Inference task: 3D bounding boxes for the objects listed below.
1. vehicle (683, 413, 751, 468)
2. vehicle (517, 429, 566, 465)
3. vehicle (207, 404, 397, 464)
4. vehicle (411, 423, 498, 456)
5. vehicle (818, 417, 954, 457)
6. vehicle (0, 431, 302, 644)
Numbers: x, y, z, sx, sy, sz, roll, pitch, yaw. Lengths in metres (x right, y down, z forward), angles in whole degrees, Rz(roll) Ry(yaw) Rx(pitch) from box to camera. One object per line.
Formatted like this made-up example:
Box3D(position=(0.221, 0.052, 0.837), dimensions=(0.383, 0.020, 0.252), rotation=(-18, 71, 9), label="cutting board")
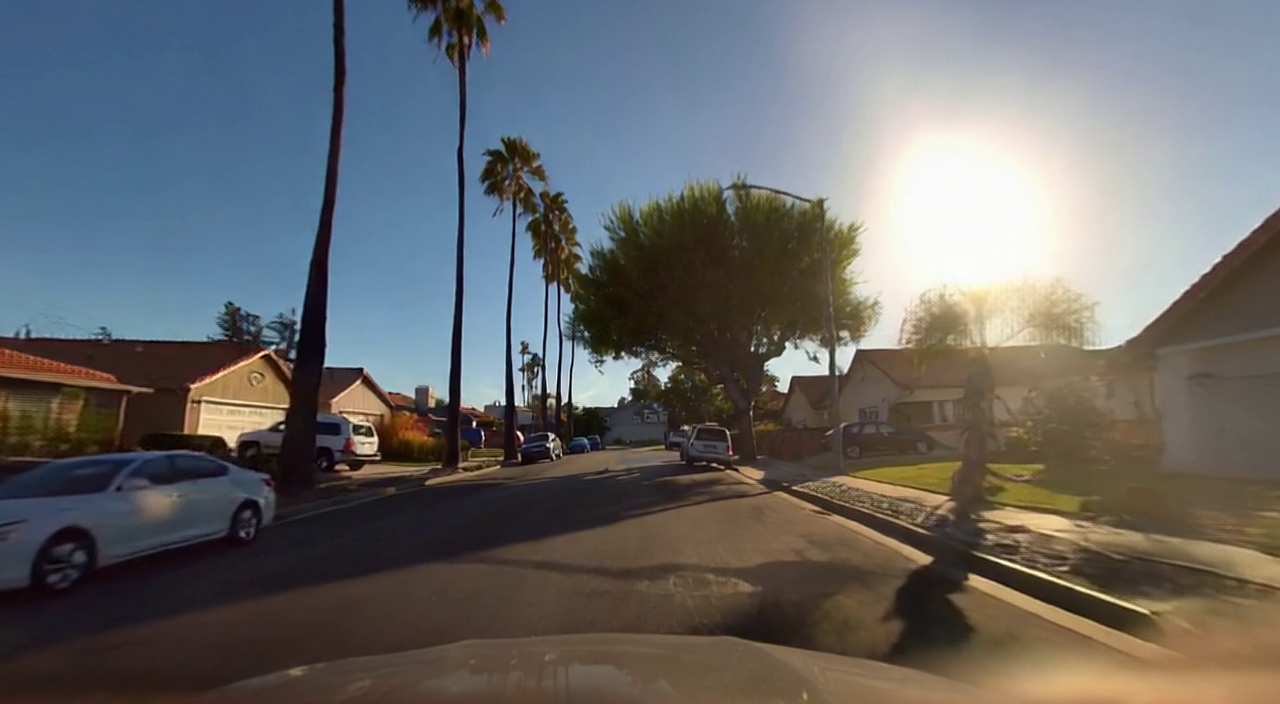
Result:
Box3D(position=(3.053, 3.718, 26.433), dimensions=(2.184, 2.038, 6.212), rotation=(0, -8, 1), label="vehicle")
Box3D(position=(-5.393, 5.226, 35.305), dimensions=(2.147, 1.823, 4.725), rotation=(-1, -7, -2), label="vehicle")
Box3D(position=(-11.773, 2.919, 22.375), dimensions=(5.340, 1.948, 2.398), rotation=(0, -8, 0), label="vehicle")
Box3D(position=(-11.952, 5.668, 41.021), dimensions=(4.991, 1.947, 2.329), rotation=(-1, -8, -2), label="vehicle")
Box3D(position=(9.713, 3.395, 25.239), dimensions=(4.643, 1.520, 1.826), rotation=(-1, -8, 2), label="vehicle")
Box3D(position=(-5.609, 1.582, 6.432), dimensions=(1.949, 1.511, 4.466), rotation=(0, -7, -1), label="vehicle")
